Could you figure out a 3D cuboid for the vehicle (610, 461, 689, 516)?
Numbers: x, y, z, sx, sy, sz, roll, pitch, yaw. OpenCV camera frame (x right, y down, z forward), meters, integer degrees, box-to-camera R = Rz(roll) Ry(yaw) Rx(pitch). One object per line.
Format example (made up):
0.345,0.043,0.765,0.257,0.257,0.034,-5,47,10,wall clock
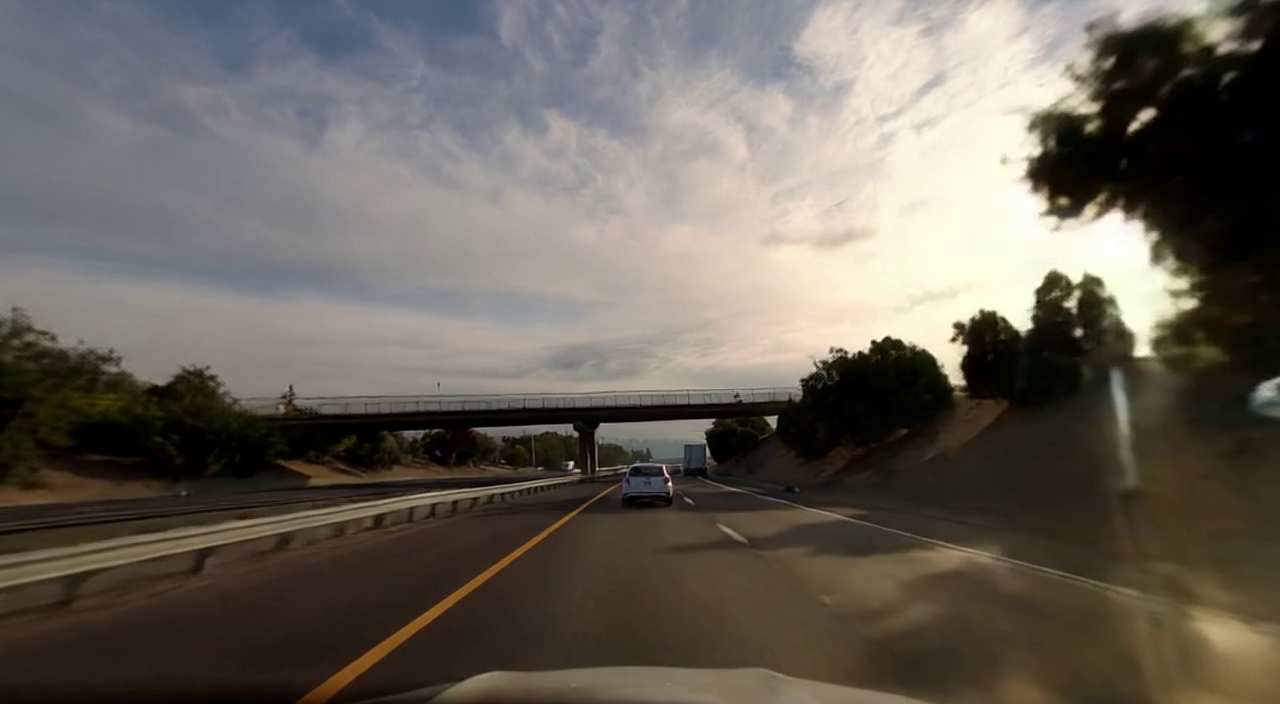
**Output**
0.275,4.110,19.169,2.156,1.444,3.762,1,-11,0,vehicle
